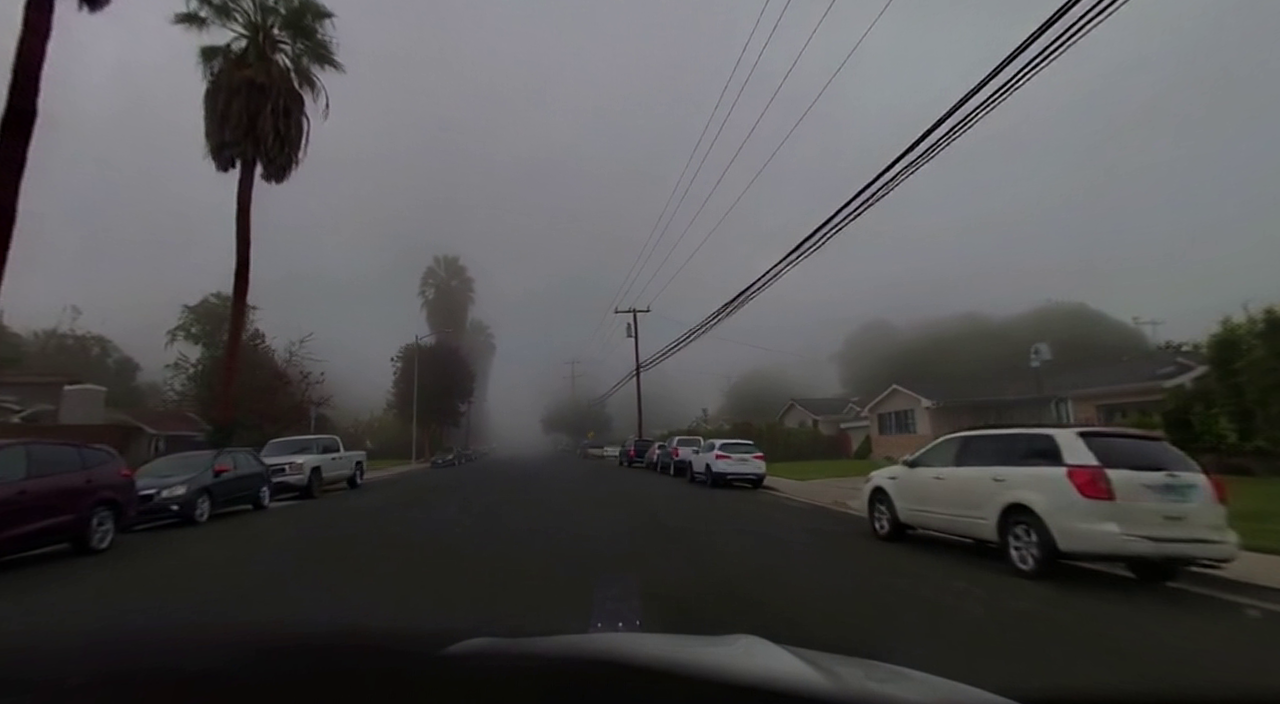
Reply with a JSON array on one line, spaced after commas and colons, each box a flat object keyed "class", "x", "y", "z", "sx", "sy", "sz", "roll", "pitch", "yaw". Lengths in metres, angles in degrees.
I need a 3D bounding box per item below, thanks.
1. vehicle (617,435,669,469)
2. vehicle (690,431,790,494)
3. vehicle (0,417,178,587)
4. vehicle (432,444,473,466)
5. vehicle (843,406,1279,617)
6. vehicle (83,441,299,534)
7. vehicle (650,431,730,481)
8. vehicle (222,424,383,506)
[{"class": "vehicle", "x": 0.077, "y": 5.696, "z": 36.161, "sx": 2.115, "sy": 1.826, "sz": 4.871, "roll": 1, "pitch": -9, "yaw": -10}, {"class": "vehicle", "x": 2.900, "y": 3.323, "z": 19.337, "sx": 1.894, "sy": 1.675, "sz": 4.294, "roll": 1, "pitch": -8, "yaw": -7}, {"class": "vehicle", "x": -7.505, "y": 1.649, "z": 7.126, "sx": 1.919, "sy": 1.678, "sz": 4.385, "roll": -2, "pitch": -7, "yaw": -10}, {"class": "vehicle", "x": -13.264, "y": 7.289, "z": 44.908, "sx": 2.013, "sy": 1.483, "sz": 4.645, "roll": 1, "pitch": -8, "yaw": -7}, {"class": "vehicle", "x": 4.399, "y": 1.585, "z": 7.333, "sx": 1.943, "sy": 1.623, "sz": 4.471, "roll": 1, "pitch": -9, "yaw": -10}, {"class": "vehicle", "x": -8.473, "y": 2.515, "z": 12.472, "sx": 1.801, "sy": 1.477, "sz": 4.239, "roll": 1, "pitch": -9, "yaw": -11}, {"class": "vehicle", "x": 1.849, "y": 4.086, "z": 25.039, "sx": 1.922, "sy": 1.761, "sz": 4.633, "roll": 2, "pitch": -9, "yaw": -12}, {"class": "vehicle", "x": -9.314, "y": 3.142, "z": 18.166, "sx": 2.300, "sy": 1.943, "sz": 5.744, "roll": 1, "pitch": -9, "yaw": -10}]
